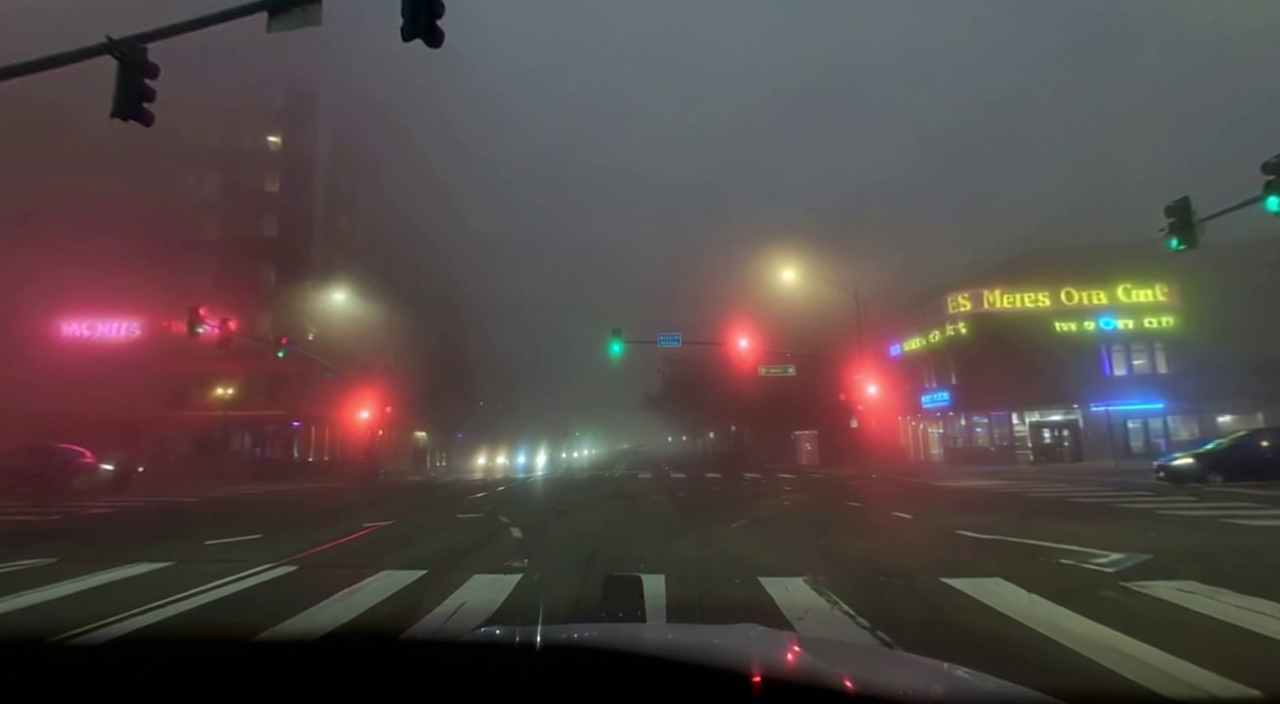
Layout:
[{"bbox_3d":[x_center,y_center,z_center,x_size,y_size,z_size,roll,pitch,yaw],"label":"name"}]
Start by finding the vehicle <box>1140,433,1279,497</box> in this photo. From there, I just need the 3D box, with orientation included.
[{"bbox_3d":[15.463,2.724,15.425,4.651,1.463,1.880,-2,-9,9],"label":"vehicle"}]

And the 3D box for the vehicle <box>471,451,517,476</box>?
[{"bbox_3d":[-9.771,7.476,42.544,2.106,1.505,4.228,0,-9,0],"label":"vehicle"}]

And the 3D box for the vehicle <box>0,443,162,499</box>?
[{"bbox_3d":[-21.102,4.365,23.511,5.161,1.910,2.275,-2,-9,11],"label":"vehicle"}]

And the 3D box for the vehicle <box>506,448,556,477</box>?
[{"bbox_3d":[-6.705,6.836,39.451,2.181,1.703,4.512,-1,-9,2],"label":"vehicle"}]
